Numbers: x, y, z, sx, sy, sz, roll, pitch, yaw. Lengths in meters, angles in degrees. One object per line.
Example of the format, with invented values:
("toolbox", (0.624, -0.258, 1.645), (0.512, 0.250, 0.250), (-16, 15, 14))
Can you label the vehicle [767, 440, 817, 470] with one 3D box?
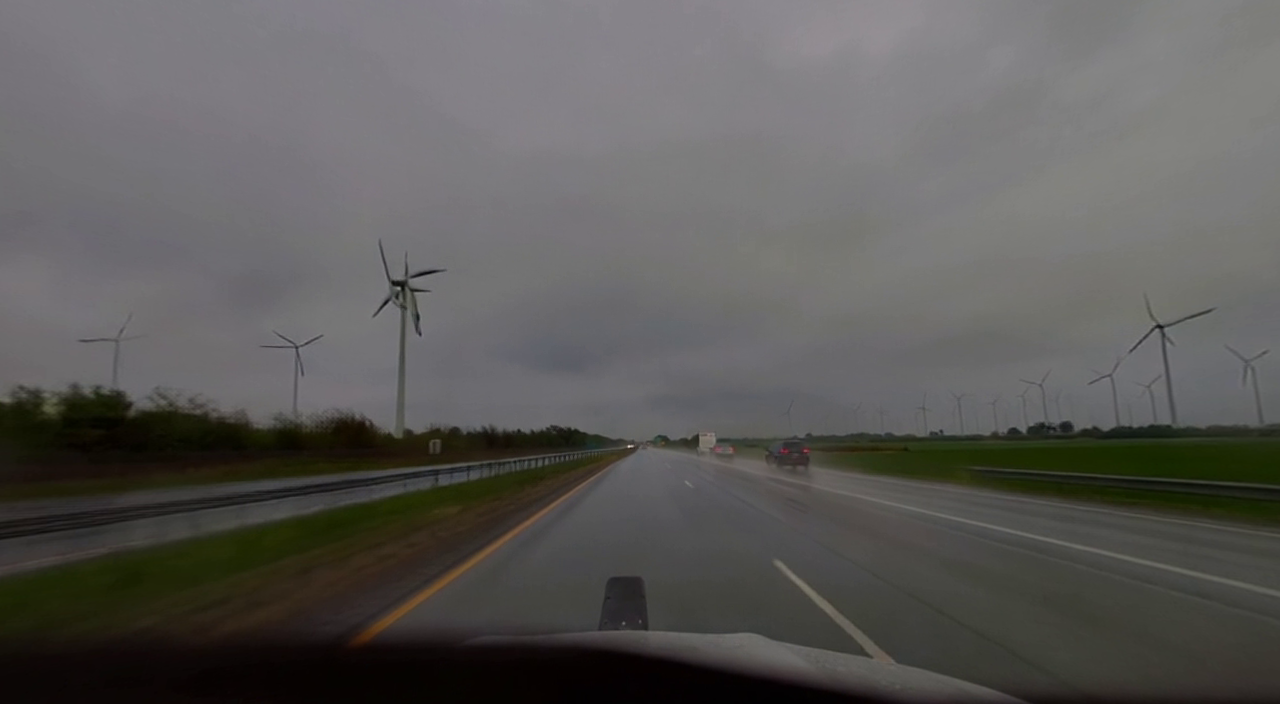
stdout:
("vehicle", (9.225, 6.290, 38.631), (1.897, 1.669, 4.825), (0, -9, 0))
